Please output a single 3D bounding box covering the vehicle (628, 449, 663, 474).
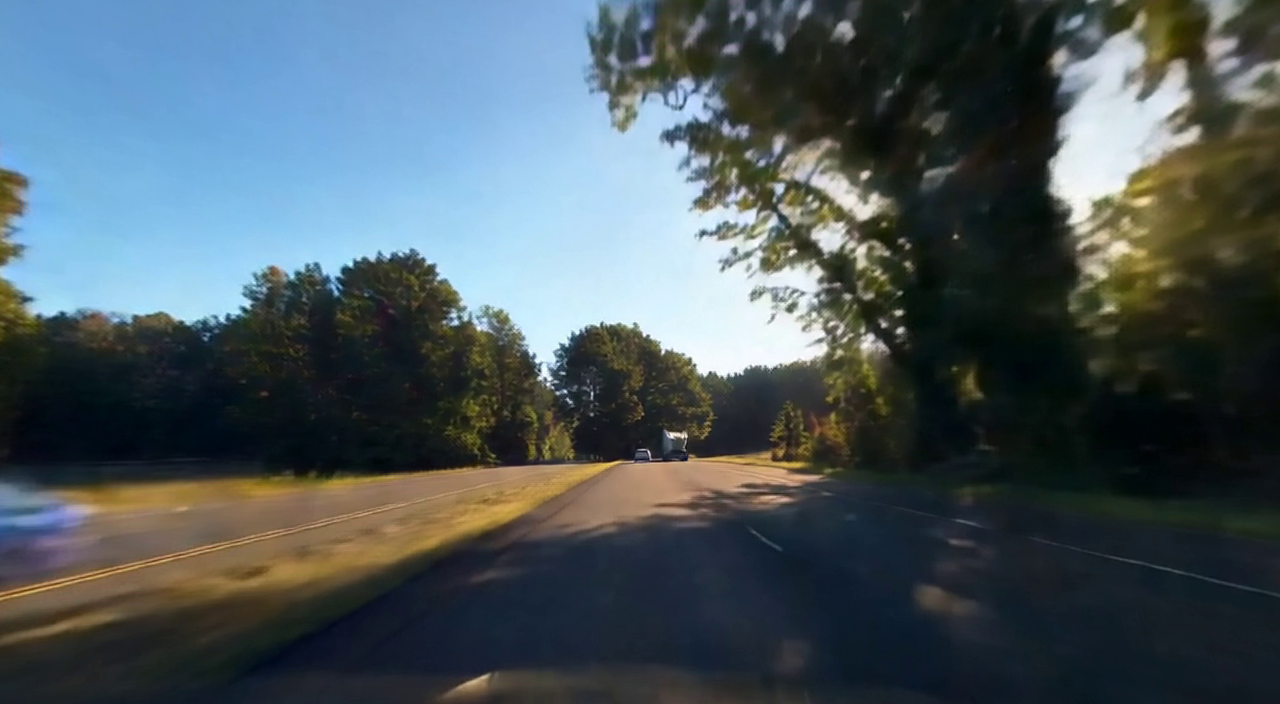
[{"bbox_3d":[0.292,6.367,36.847,1.926,1.386,3.615,0,-9,0],"label":"vehicle"}]
